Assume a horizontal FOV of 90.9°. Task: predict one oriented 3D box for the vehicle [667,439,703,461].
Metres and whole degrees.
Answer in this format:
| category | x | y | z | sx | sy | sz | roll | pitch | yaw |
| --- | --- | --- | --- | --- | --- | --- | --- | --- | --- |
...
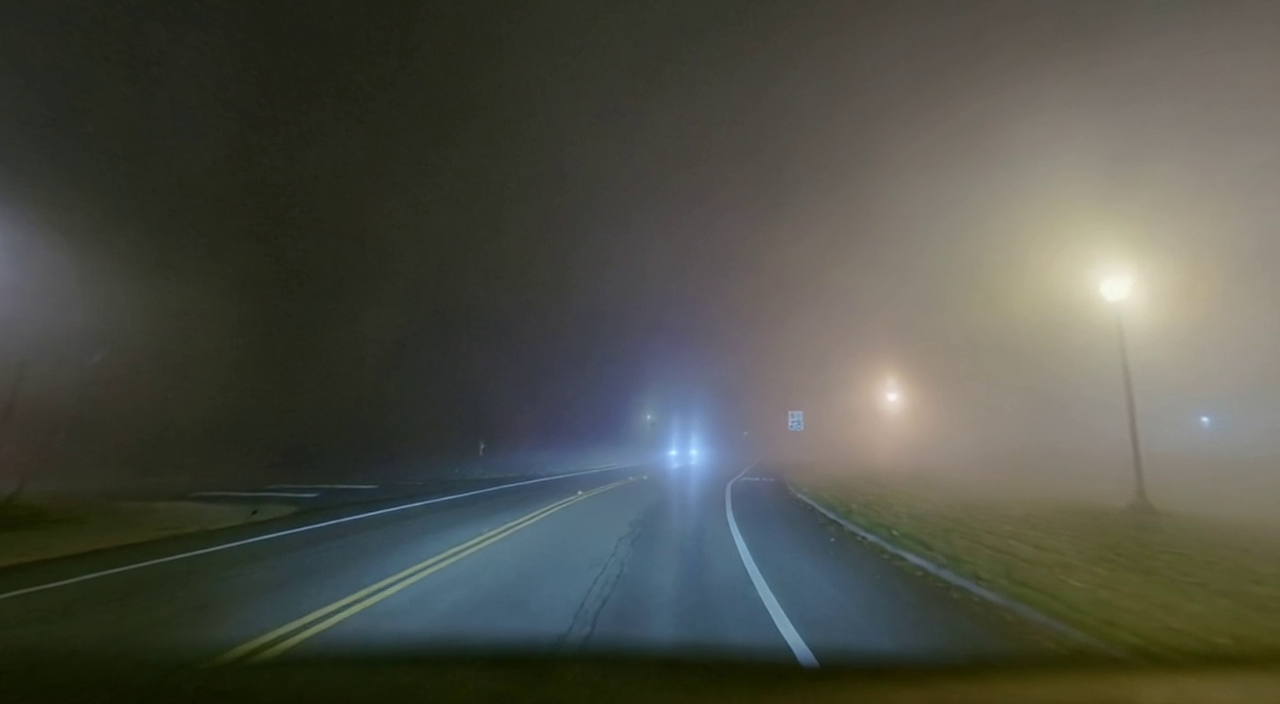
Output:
| category | x | y | z | sx | sy | sz | roll | pitch | yaw |
| --- | --- | --- | --- | --- | --- | --- | --- | --- | --- |
| vehicle | 3.361 | 7.228 | 46.701 | 2.190 | 1.499 | 4.209 | -2 | -8 | 10 |
